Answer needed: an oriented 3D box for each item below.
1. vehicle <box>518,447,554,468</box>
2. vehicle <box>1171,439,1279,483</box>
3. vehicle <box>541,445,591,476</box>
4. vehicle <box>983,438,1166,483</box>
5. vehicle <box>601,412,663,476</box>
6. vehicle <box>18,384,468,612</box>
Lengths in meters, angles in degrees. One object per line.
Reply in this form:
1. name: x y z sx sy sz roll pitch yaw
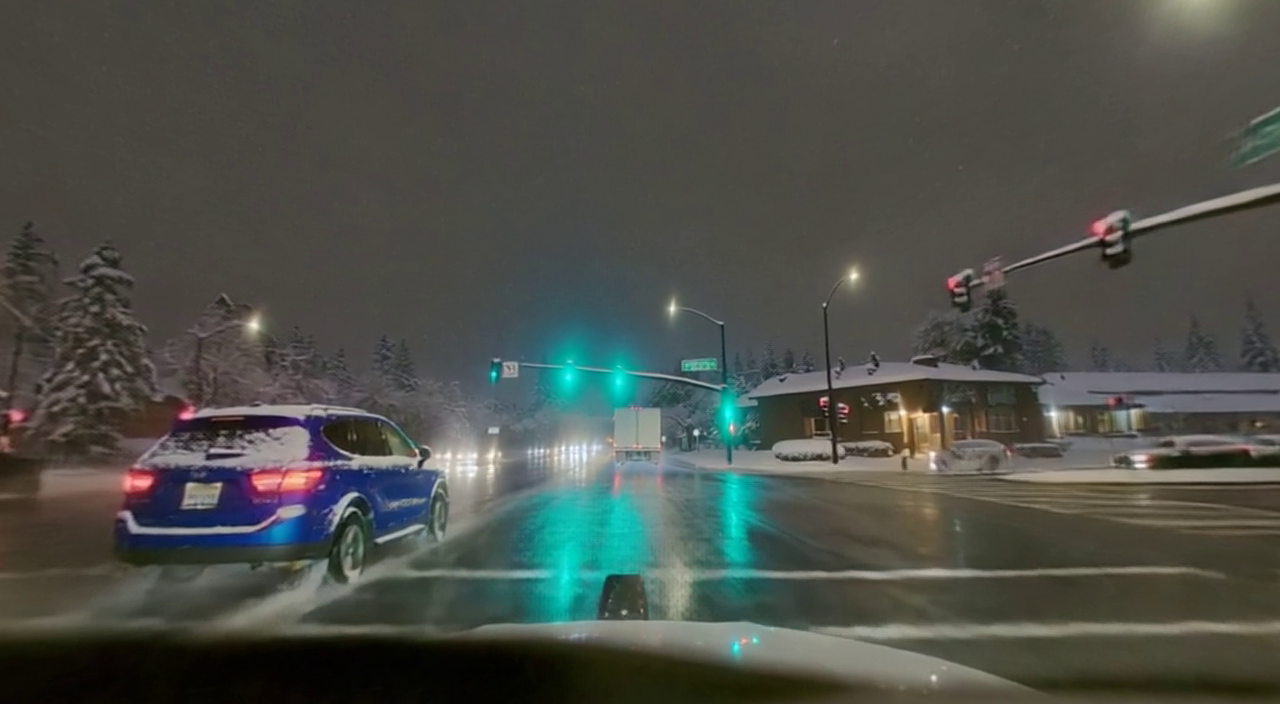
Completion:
1. vehicle: -7.572 7.736 46.118 1.933 1.477 4.119 0 -9 -1
2. vehicle: 22.403 3.908 22.577 4.716 1.494 2.001 0 -9 0
3. vehicle: -3.701 5.488 32.063 2.023 1.483 4.143 0 -9 0
4. vehicle: 15.358 3.843 22.421 4.983 1.511 2.077 0 -9 -1
5. vehicle: -0.366 4.935 33.721 2.993 3.051 6.692 0 -9 0
6. vehicle: -3.883 1.539 7.597 2.178 1.826 4.933 0 -9 0
